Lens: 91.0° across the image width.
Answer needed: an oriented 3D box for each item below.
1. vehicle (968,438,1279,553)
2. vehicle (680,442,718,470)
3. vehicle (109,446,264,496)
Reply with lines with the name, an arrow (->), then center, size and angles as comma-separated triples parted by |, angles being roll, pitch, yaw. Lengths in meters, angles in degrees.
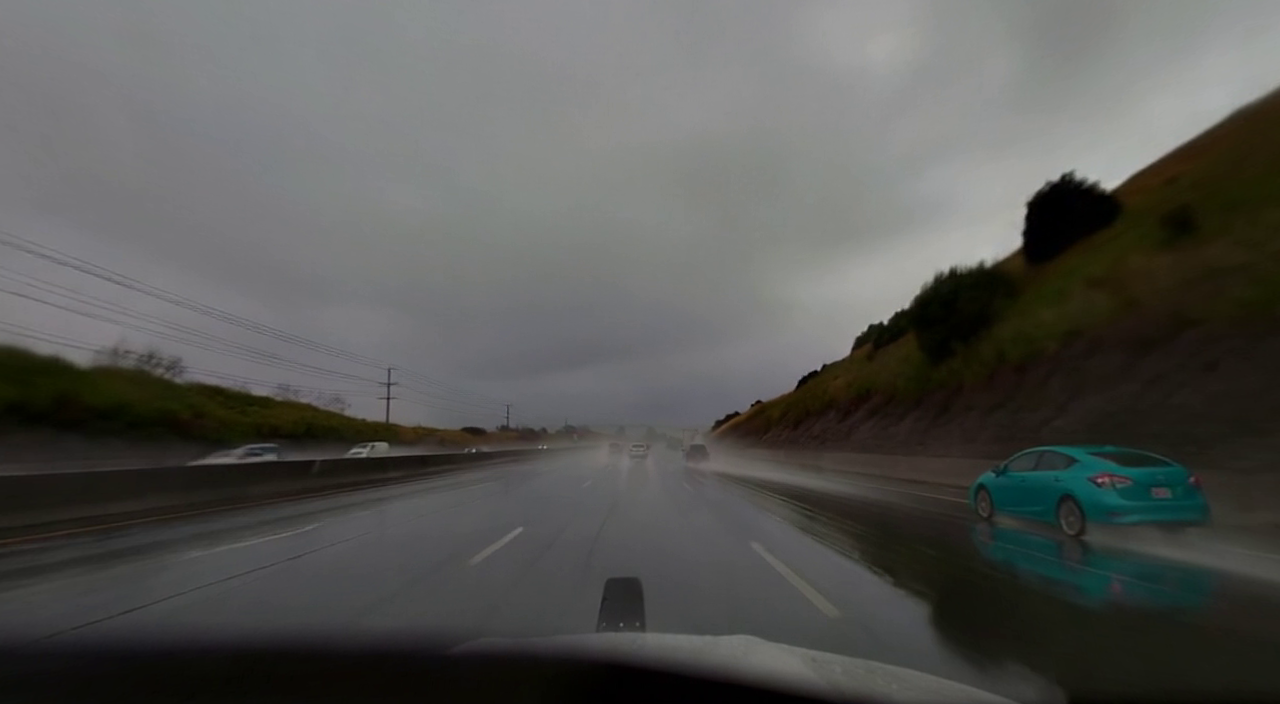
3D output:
vehicle -> 8.086, 2.347, 11.160 | 1.970, 1.545, 4.818 | 0, -8, 0
vehicle -> 3.984, 7.099, 43.346 | 2.159, 1.782, 4.673 | 1, -8, 0
vehicle -> -16.046, 4.191, 22.682 | 1.905, 1.556, 4.773 | 0, -9, 2
